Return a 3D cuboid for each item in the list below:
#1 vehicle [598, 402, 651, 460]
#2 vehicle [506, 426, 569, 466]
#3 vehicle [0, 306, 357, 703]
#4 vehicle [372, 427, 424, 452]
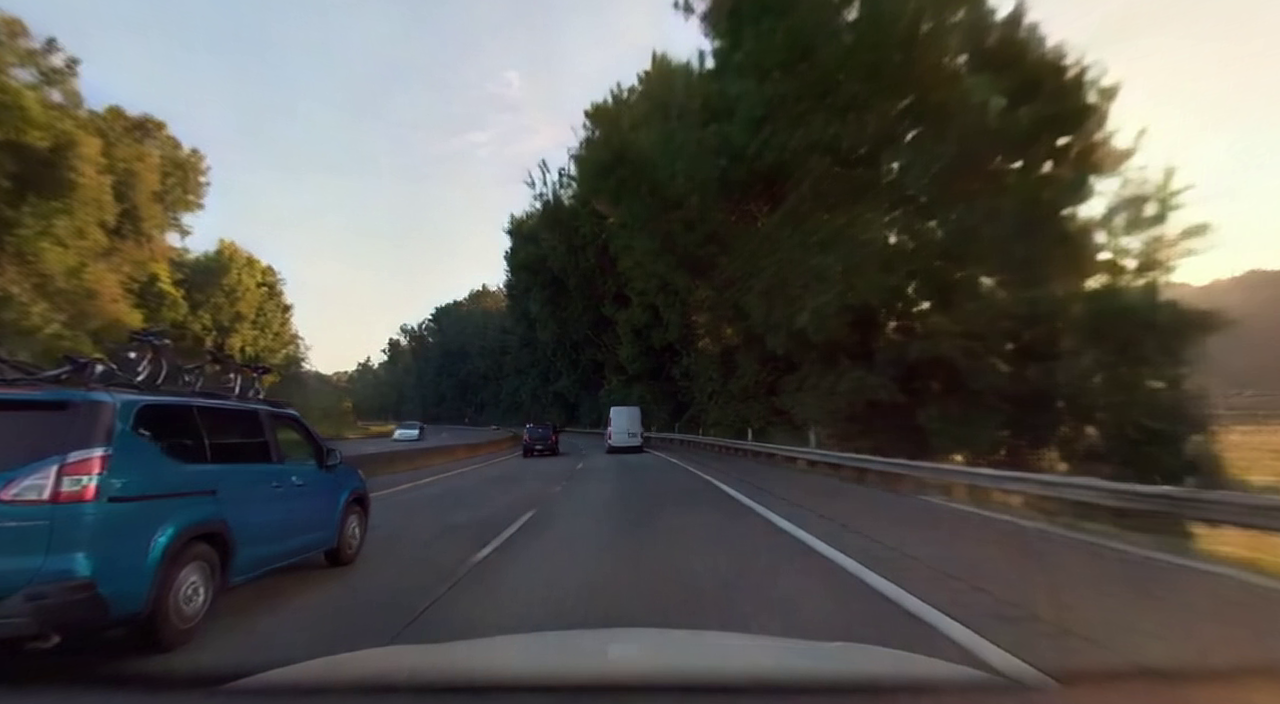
[{"bbox_3d":[-0.905,4.380,34.710,2.647,2.896,6.480,0,-8,-2],"label":"vehicle"},{"bbox_3d":[-4.434,4.139,28.041,2.110,1.636,4.453,0,-8,-1],"label":"vehicle"},{"bbox_3d":[-3.672,0.830,3.545,2.069,1.751,4.720,0,-8,-2],"label":"vehicle"},{"bbox_3d":[-17.417,6.331,45.631,1.896,1.674,4.911,0,-8,-1],"label":"vehicle"}]
